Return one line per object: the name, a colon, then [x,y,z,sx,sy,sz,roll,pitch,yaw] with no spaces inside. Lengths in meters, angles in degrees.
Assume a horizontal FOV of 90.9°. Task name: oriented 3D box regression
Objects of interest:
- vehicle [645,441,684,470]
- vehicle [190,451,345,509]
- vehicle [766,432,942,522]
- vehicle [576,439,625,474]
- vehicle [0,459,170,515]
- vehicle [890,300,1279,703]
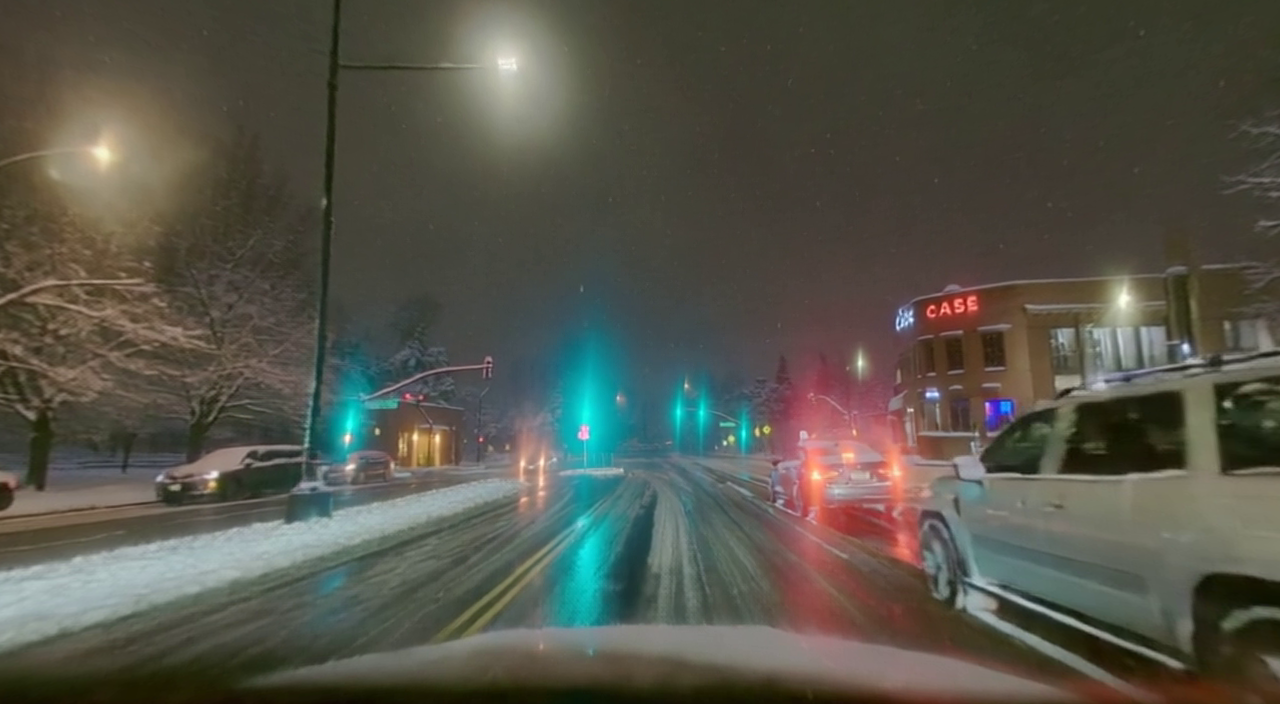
vehicle: [1.374,5.768,35.236,2.059,1.477,3.988,-1,-8,2]
vehicle: [-10.709,3.674,18.582,1.884,1.456,4.356,0,-8,0]
vehicle: [4.159,2.516,13.298,2.109,1.510,4.927,-1,-8,2]
vehicle: [-1.972,5.394,32.826,2.057,1.678,4.639,-1,-8,3]
vehicle: [-17.476,4.181,19.978,1.804,1.437,4.560,0,-8,-3]
vehicle: [3.445,0.887,3.363,2.282,1.797,4.924,-1,-8,2]
